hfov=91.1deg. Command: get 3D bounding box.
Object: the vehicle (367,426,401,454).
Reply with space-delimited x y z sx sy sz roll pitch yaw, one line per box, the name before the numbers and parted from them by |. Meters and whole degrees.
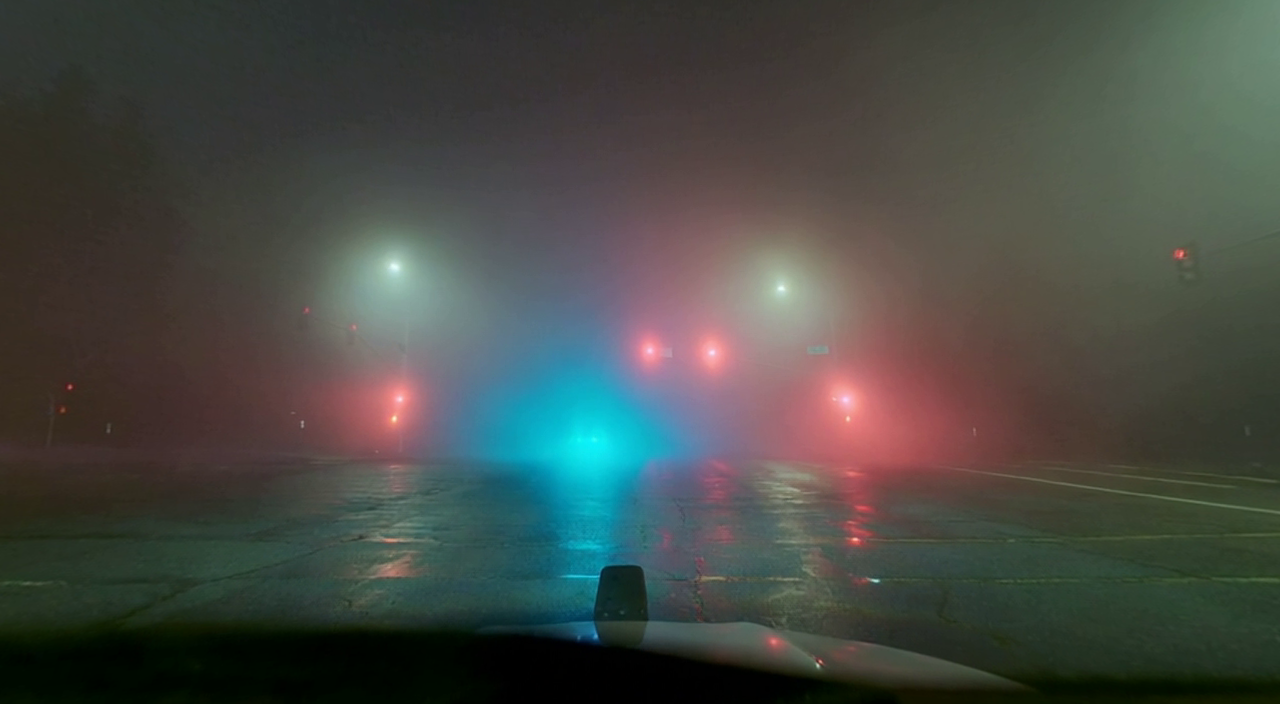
vehicle | -19.954 6.867 48.892 1.873 2.079 2.879 5 -10 -32
